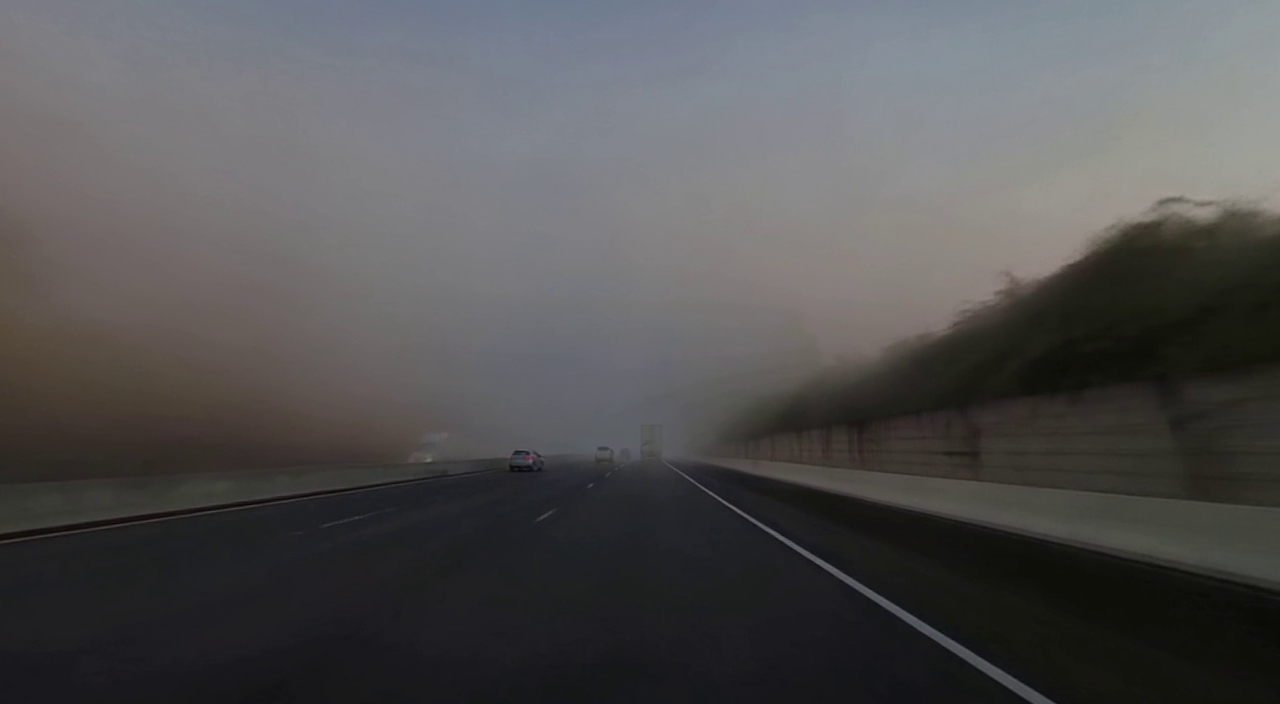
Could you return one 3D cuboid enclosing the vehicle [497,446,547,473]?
[{"bbox_3d":[-7.109,6.543,38.432,2.031,1.521,4.503,0,-9,1],"label":"vehicle"}]
